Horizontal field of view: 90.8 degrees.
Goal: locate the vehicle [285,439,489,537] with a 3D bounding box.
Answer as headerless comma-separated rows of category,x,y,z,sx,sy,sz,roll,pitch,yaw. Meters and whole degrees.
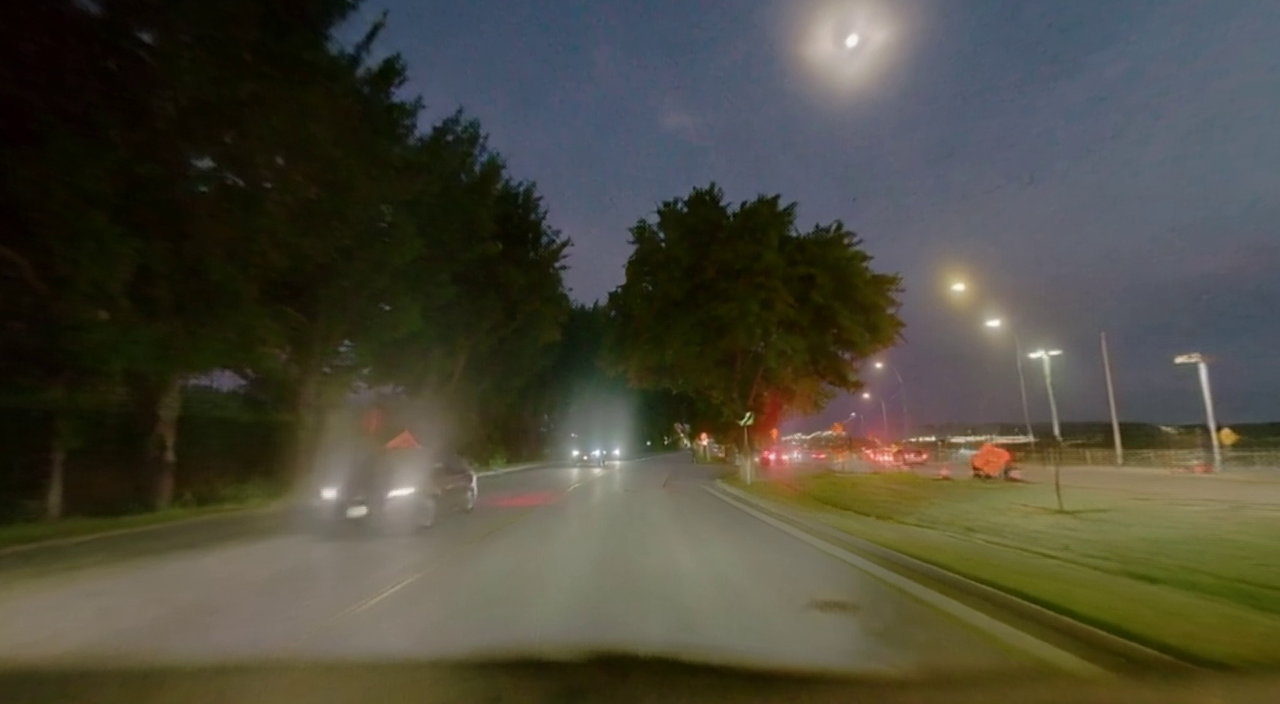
vehicle,-4.408,2.428,11.875,1.964,1.481,4.199,-1,-9,2

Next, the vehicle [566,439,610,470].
vehicle,-3.411,6.877,42.424,2.119,1.935,4.881,-1,-9,5
